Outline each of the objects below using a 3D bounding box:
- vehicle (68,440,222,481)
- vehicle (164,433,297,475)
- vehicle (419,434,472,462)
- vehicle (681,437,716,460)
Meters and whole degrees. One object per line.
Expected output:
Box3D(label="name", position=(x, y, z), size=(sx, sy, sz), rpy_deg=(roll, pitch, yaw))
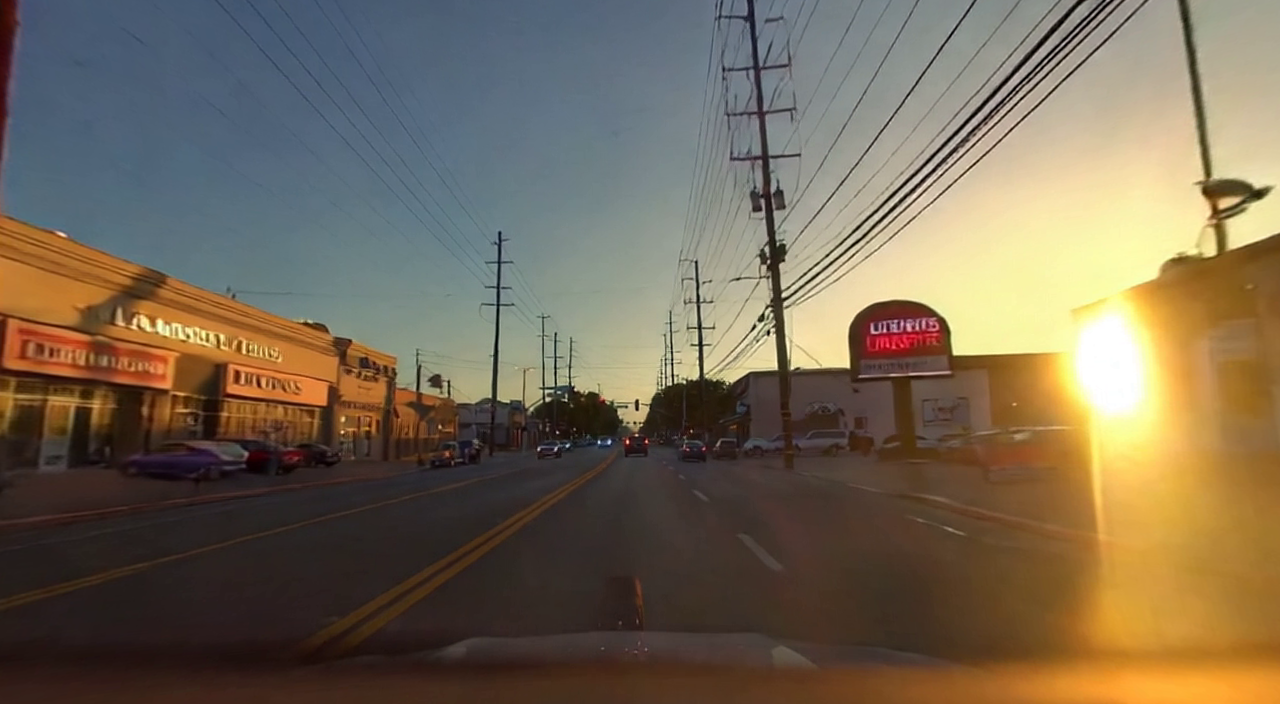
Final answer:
Box3D(label="vehicle", position=(-18.985, 4.169, 24.366), size=(4.323, 1.482, 1.972), rpy_deg=(-1, -9, 3))
Box3D(label="vehicle", position=(-18.360, 4.575, 28.516), size=(4.455, 1.772, 2.048), rpy_deg=(0, -8, -3))
Box3D(label="vehicle", position=(-13.777, 6.807, 44.959), size=(2.044, 1.830, 4.800), rpy_deg=(-1, -8, 3))
Box3D(label="vehicle", position=(3.994, 6.660, 43.708), size=(1.926, 1.482, 4.442), rpy_deg=(0, -8, -1))
